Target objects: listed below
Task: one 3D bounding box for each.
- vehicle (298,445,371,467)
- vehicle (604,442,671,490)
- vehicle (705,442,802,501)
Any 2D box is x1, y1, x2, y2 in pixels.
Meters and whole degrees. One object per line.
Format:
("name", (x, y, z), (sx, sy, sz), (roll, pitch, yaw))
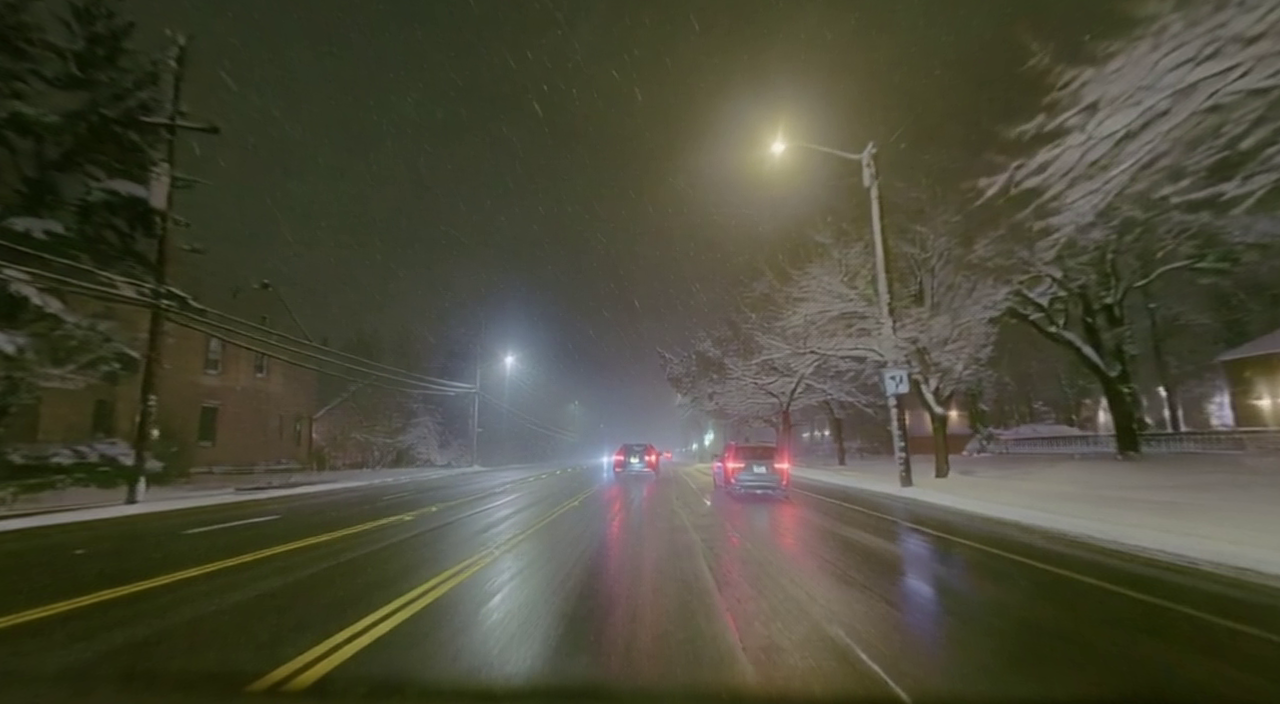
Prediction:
("vehicle", (-23.025, 7.835, 47.577), (4.460, 1.653, 1.929), (0, -8, 1))
("vehicle", (0.007, 3.813, 21.493), (2.030, 1.467, 4.403), (0, -8, 2))
("vehicle", (3.044, 3.290, 17.789), (2.065, 1.456, 4.099), (0, -8, 1))
